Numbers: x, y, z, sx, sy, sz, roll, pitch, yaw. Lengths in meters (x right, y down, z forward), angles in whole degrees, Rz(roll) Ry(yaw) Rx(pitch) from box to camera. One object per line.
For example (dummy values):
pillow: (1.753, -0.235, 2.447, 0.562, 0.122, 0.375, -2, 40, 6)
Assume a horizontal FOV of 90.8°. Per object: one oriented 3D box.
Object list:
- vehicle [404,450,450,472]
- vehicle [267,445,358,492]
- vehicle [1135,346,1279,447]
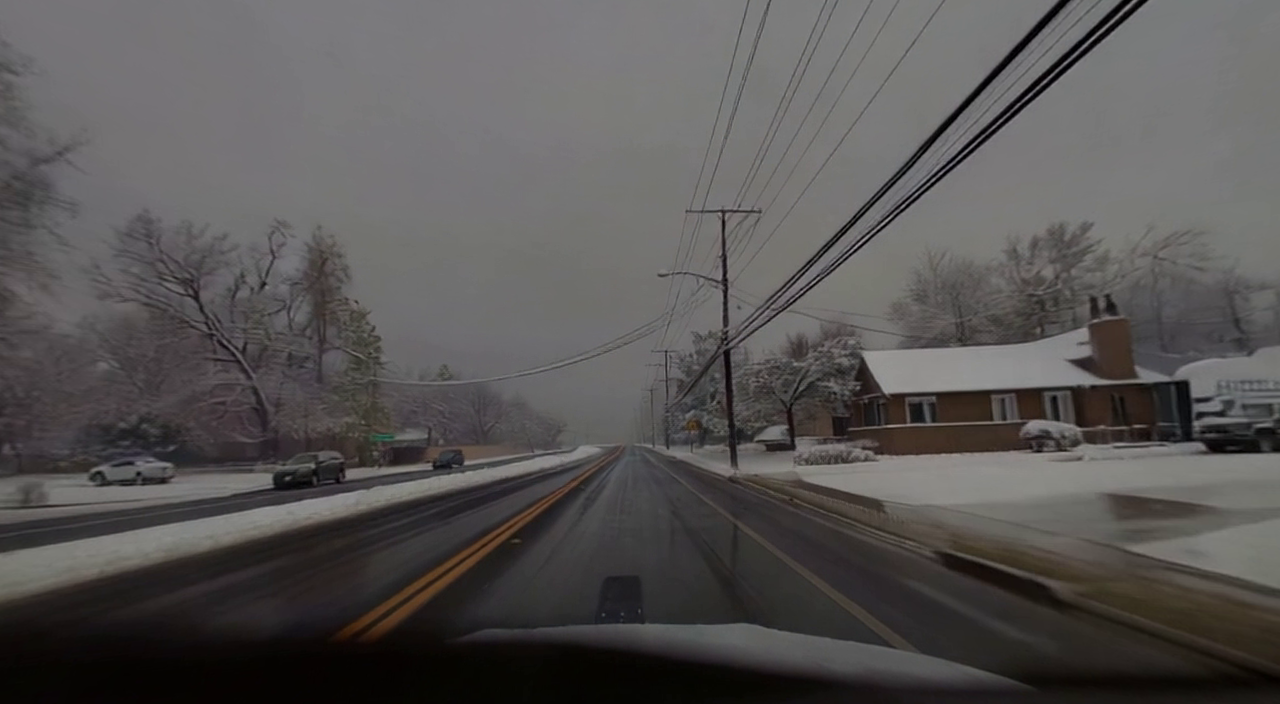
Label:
vehicle: (-16.173, 8.278, 48.178, 2.031, 1.482, 4.476, -3, -9, 0)
vehicle: (-16.059, 5.671, 31.324, 2.071, 1.883, 4.915, -6, -8, -3)
vehicle: (23.994, 1.907, 25.499, 2.696, 3.581, 5.969, -1, -7, -5)
